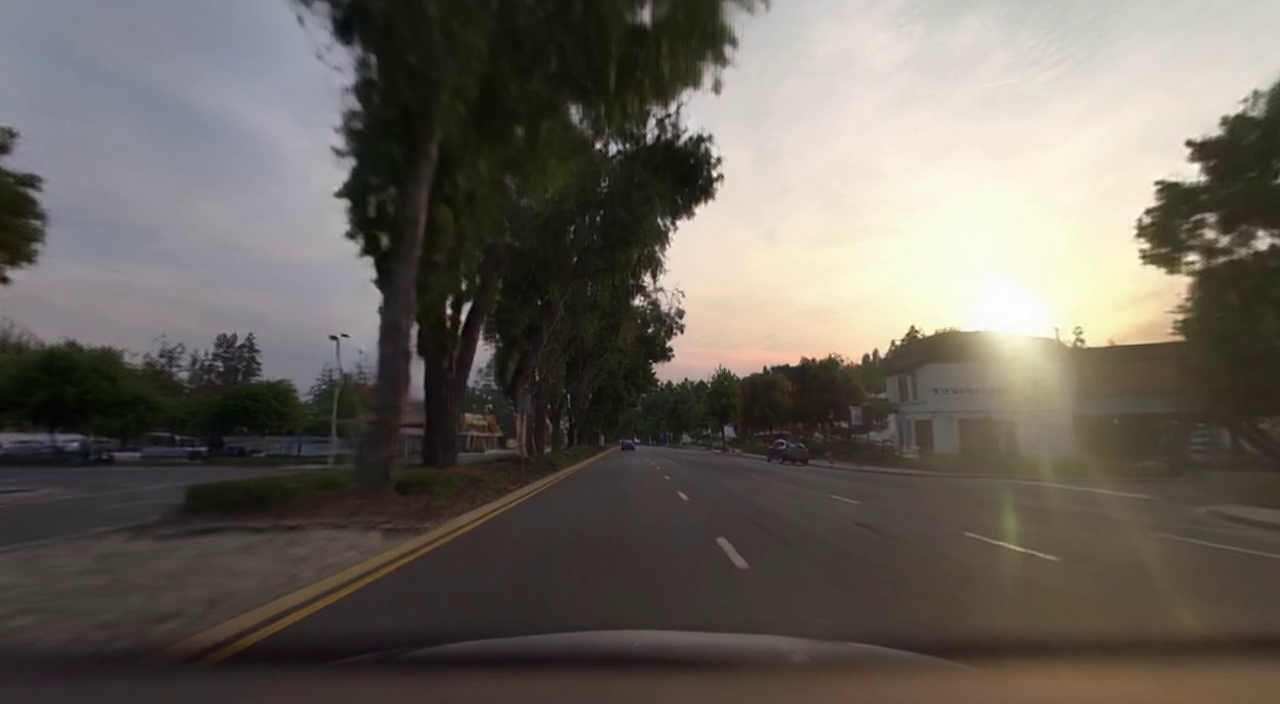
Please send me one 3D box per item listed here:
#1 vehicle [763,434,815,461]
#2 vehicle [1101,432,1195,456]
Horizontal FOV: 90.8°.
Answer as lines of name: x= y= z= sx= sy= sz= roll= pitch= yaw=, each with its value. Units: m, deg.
vehicle: x=9.343 y=6.055 z=40.025 sx=1.981 sy=1.557 sz=4.456 roll=0 pitch=-8 yaw=-3
vehicle: x=31.744 y=5.763 z=39.566 sx=4.064 sy=1.457 sz=1.999 roll=0 pitch=-9 yaw=3
